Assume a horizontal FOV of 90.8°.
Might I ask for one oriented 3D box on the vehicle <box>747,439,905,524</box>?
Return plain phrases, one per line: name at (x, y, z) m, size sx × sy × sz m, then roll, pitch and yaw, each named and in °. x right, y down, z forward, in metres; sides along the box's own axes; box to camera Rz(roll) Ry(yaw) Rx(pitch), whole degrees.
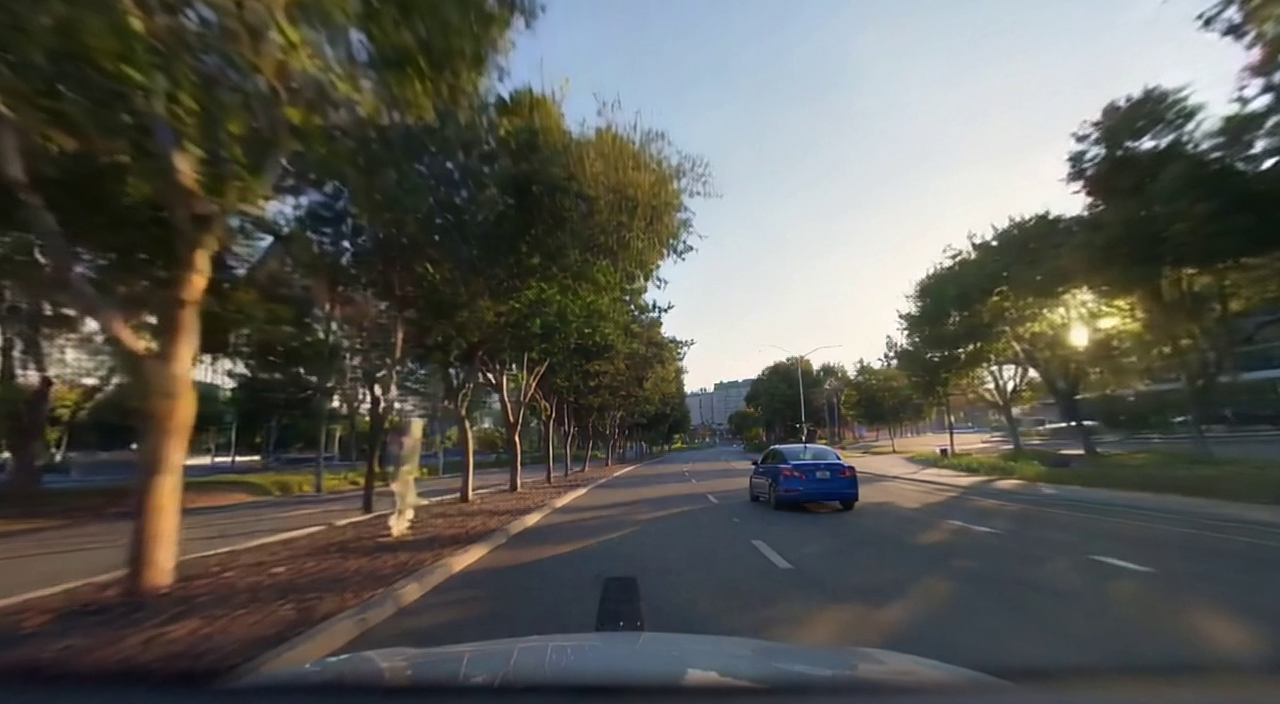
vehicle at (3.680, 2.641, 13.492) m, size 1.928 × 1.481 × 4.453 m, roll 0°, pitch -9°, yaw -1°
